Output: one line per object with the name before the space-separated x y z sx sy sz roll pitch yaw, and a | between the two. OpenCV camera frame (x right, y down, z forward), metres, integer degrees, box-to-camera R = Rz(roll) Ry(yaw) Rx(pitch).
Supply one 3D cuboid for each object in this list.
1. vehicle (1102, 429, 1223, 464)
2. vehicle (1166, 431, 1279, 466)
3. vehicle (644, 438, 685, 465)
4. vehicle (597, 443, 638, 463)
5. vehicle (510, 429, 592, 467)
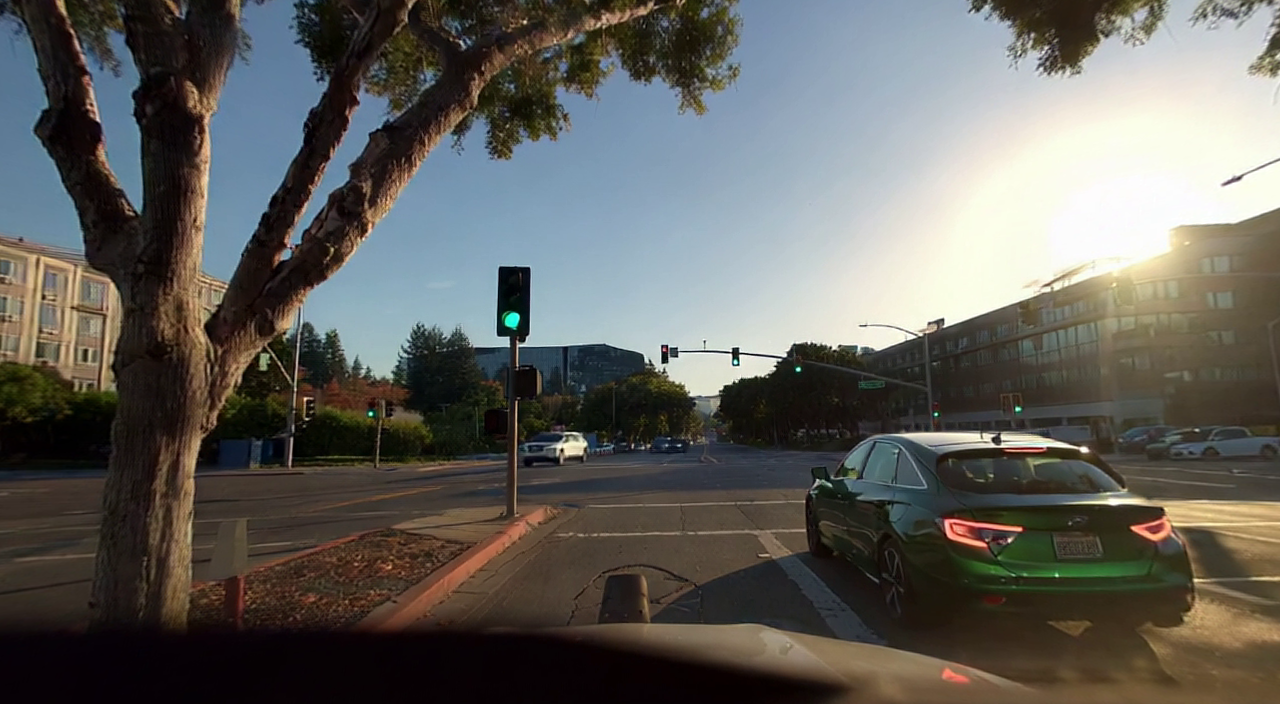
vehicle | 25.907 4.681 31.358 4.441 1.674 2.035 1 -8 -8
vehicle | 26.290 4.243 27.896 4.644 1.470 1.922 1 -8 -10
vehicle | 1.733 6.772 43.263 2.197 1.739 4.177 -2 -8 10
vehicle | -1.635 7.571 47.489 2.076 1.476 3.873 -2 -8 13
vehicle | -5.783 6.510 42.995 2.775 2.246 9.043 -2 -8 10
